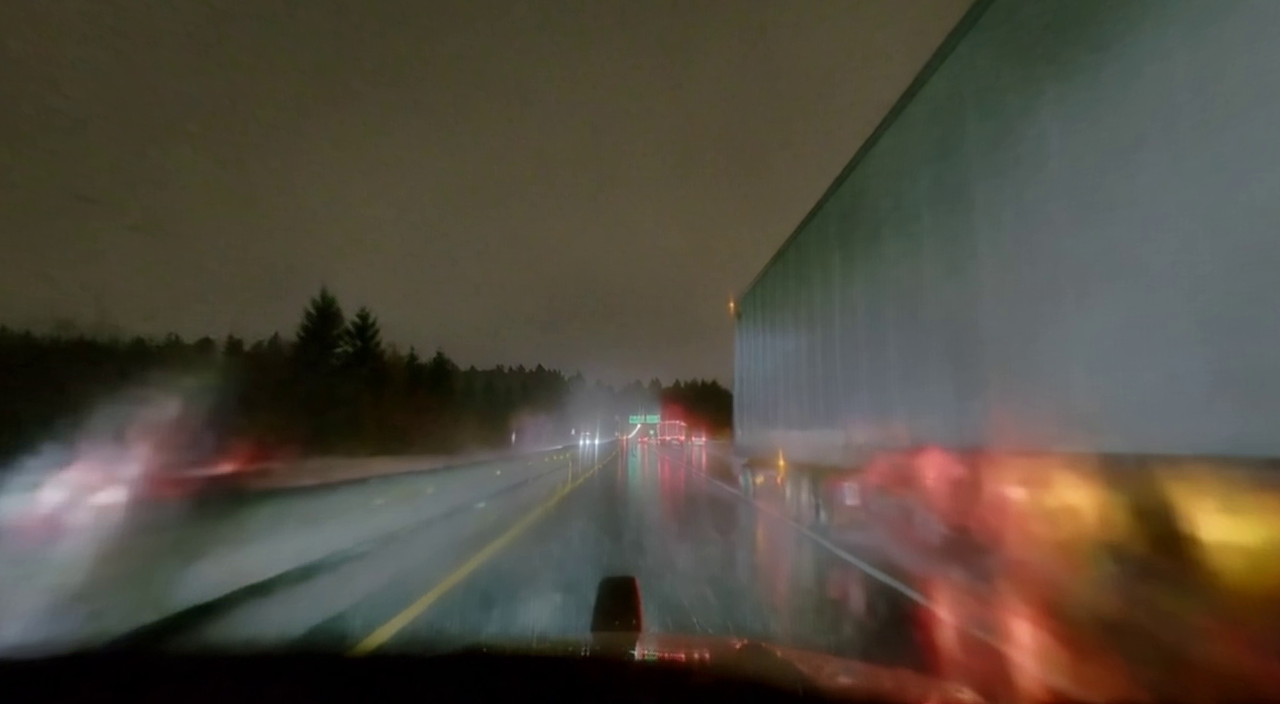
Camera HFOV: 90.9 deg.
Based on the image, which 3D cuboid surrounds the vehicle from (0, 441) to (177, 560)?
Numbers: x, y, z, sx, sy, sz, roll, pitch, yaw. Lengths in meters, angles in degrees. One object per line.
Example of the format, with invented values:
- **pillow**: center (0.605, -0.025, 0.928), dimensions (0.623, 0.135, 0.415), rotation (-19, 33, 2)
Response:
- **vehicle**: center (-9.030, 1.974, 8.680), dimensions (2.106, 1.457, 4.262), rotation (0, -8, -1)

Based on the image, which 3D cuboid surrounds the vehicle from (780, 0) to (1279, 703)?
- **vehicle**: center (3.656, -0.377, 2.342), dimensions (2.954, 3.995, 13.335), rotation (0, -8, -1)
